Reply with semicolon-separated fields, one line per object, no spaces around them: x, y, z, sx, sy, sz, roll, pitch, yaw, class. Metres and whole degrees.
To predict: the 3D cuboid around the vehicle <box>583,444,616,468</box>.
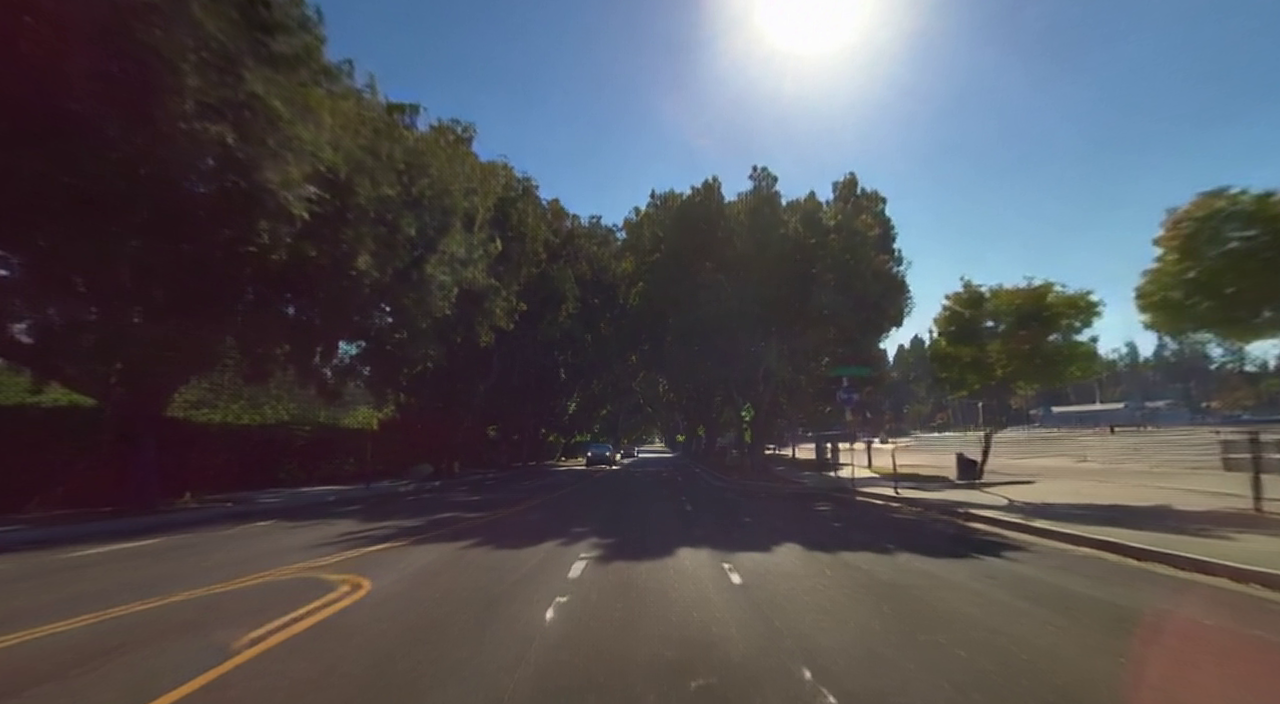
-2.909;7.562;46.239;1.898;1.606;3.927;-1;-8;3;vehicle
